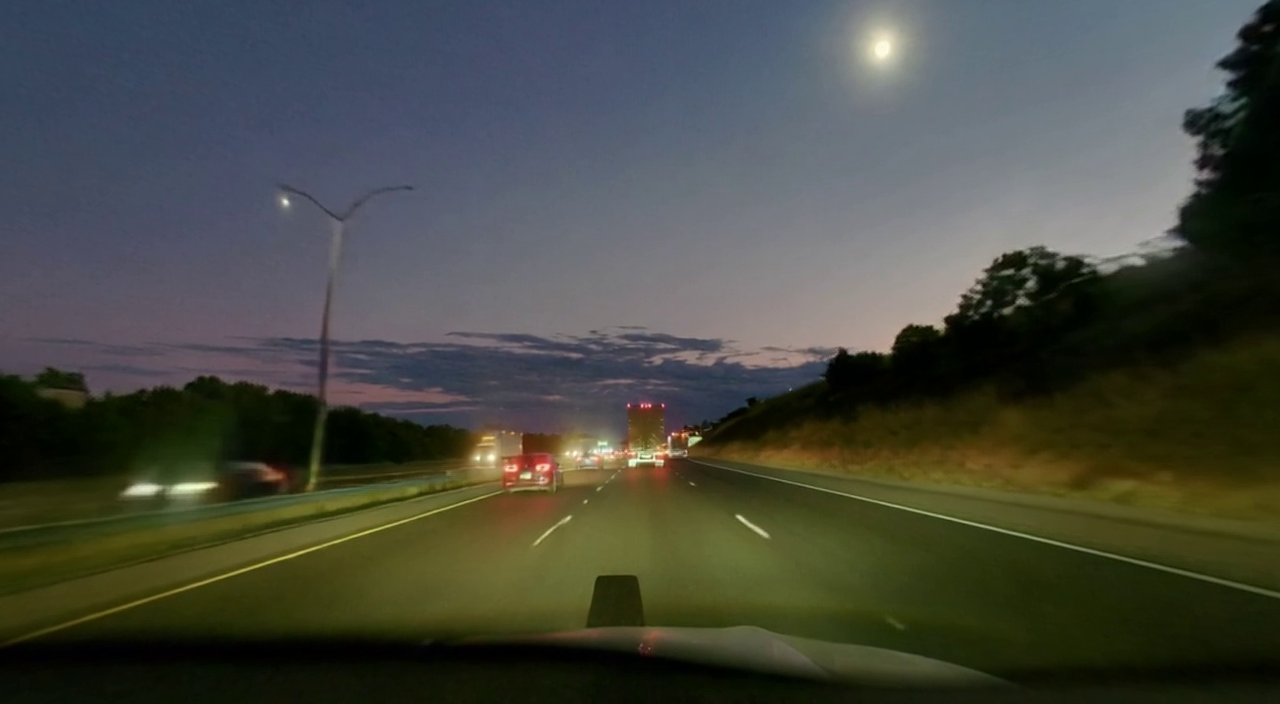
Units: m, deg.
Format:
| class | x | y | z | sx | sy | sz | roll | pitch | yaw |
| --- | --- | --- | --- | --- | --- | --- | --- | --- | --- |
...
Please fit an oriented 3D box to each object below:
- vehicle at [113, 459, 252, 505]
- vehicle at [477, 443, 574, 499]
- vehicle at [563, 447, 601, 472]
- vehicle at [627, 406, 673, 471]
| class | x | y | z | sx | sy | sz | roll | pitch | yaw |
| --- | --- | --- | --- | --- | --- | --- | --- | --- | --- |
| vehicle | -17.028 | 4.826 | 23.823 | 1.833 | 1.480 | 4.549 | 0 | -9 | 0 |
| vehicle | -3.359 | 3.582 | 19.466 | 2.053 | 1.489 | 4.740 | 0 | -9 | 1 |
| vehicle | -3.712 | 6.949 | 41.042 | 2.051 | 1.537 | 4.111 | 0 | -9 | 0 |
| vehicle | 0.601 | 6.242 | 45.194 | 2.919 | 4.048 | 11.010 | 0 | -9 | 0 |
